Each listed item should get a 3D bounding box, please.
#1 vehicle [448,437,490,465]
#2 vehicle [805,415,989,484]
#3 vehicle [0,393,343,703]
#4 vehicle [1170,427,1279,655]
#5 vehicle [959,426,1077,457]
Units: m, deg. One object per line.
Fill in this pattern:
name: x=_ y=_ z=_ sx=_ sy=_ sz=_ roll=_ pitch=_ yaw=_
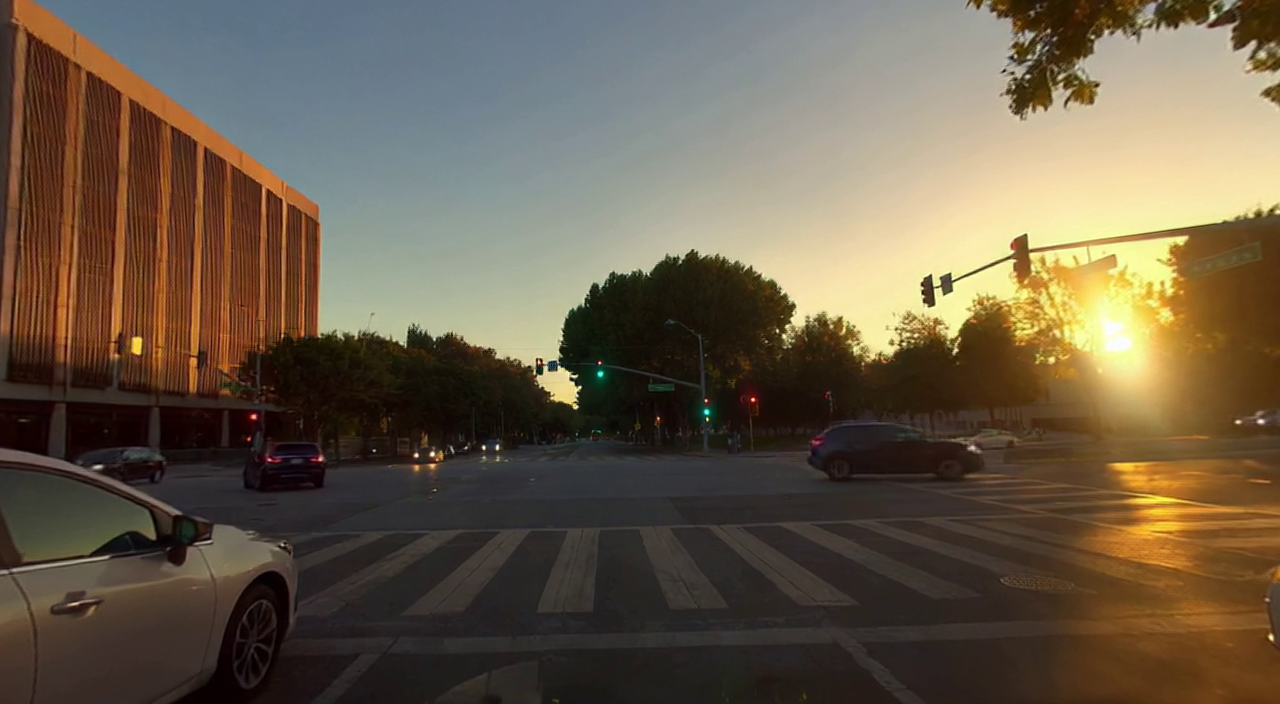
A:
vehicle: x=-12.817 y=7.420 z=47.512 sx=2.051 sy=1.715 sz=4.346 roll=-3 pitch=-6 yaw=-2
vehicle: x=7.544 y=2.916 z=19.021 sx=4.778 sy=1.871 sz=2.109 roll=-3 pitch=-9 yaw=18
vehicle: x=-3.067 y=0.897 z=2.146 sx=1.919 sy=1.478 sz=4.720 roll=0 pitch=-8 yaw=-1
vehicle: x=4.932 y=0.986 z=2.536 sx=1.949 sy=1.449 sz=4.530 roll=-1 pitch=-8 yaw=5
vehicle: x=18.929 y=4.487 z=31.767 sx=4.660 sy=1.495 sz=2.007 roll=0 pitch=-8 yaw=-2
